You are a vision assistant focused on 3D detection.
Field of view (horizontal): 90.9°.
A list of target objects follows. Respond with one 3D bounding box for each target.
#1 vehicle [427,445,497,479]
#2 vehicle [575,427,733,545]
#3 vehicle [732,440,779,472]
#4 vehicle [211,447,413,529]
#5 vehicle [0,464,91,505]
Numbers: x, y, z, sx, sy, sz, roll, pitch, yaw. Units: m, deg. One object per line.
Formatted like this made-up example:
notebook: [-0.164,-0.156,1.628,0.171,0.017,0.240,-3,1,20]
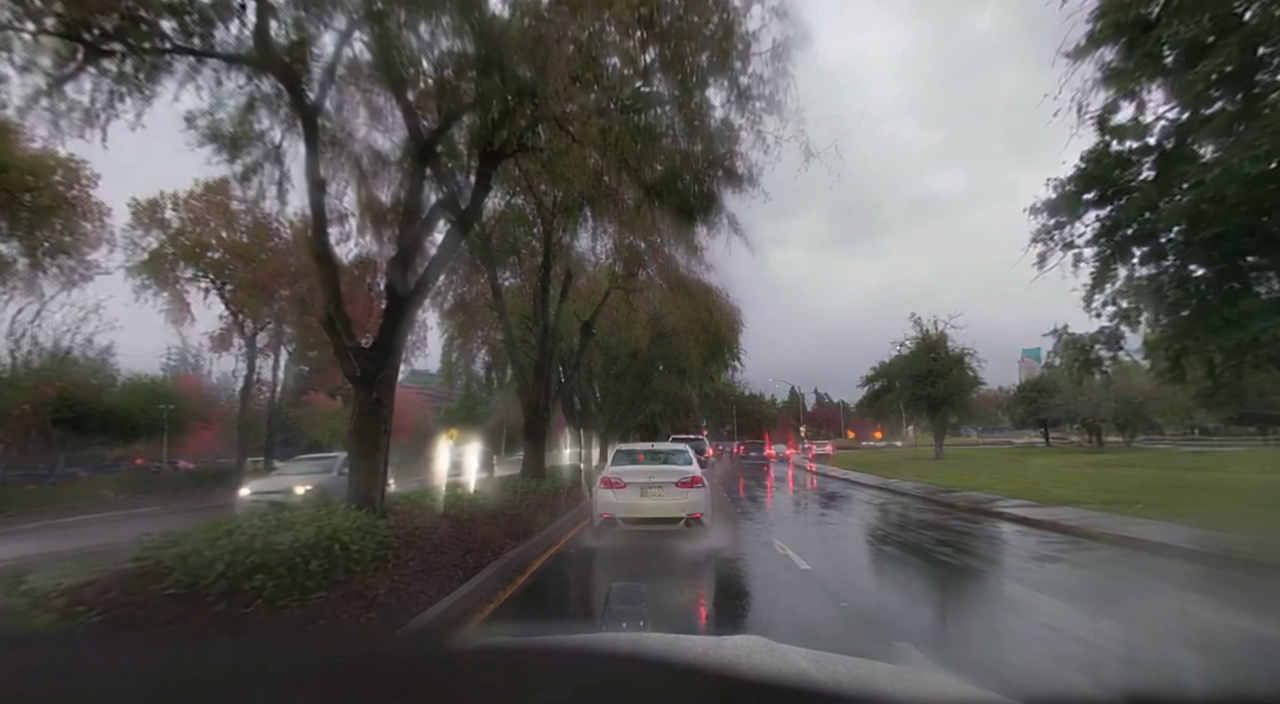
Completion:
vehicle: [-9.646,5.984,34.553,2.068,1.688,4.665,-1,-8,6]
vehicle: [0.227,2.134,10.694,2.154,1.585,3.997,-1,-8,1]
vehicle: [5.727,5.215,31.818,1.984,1.507,4.359,-1,-8,6]
vehicle: [-6.914,2.877,13.976,1.929,1.463,4.405,-1,-8,3]
vehicle: [-27.167,5.810,27.789,4.256,1.633,1.940,-1,-8,6]
